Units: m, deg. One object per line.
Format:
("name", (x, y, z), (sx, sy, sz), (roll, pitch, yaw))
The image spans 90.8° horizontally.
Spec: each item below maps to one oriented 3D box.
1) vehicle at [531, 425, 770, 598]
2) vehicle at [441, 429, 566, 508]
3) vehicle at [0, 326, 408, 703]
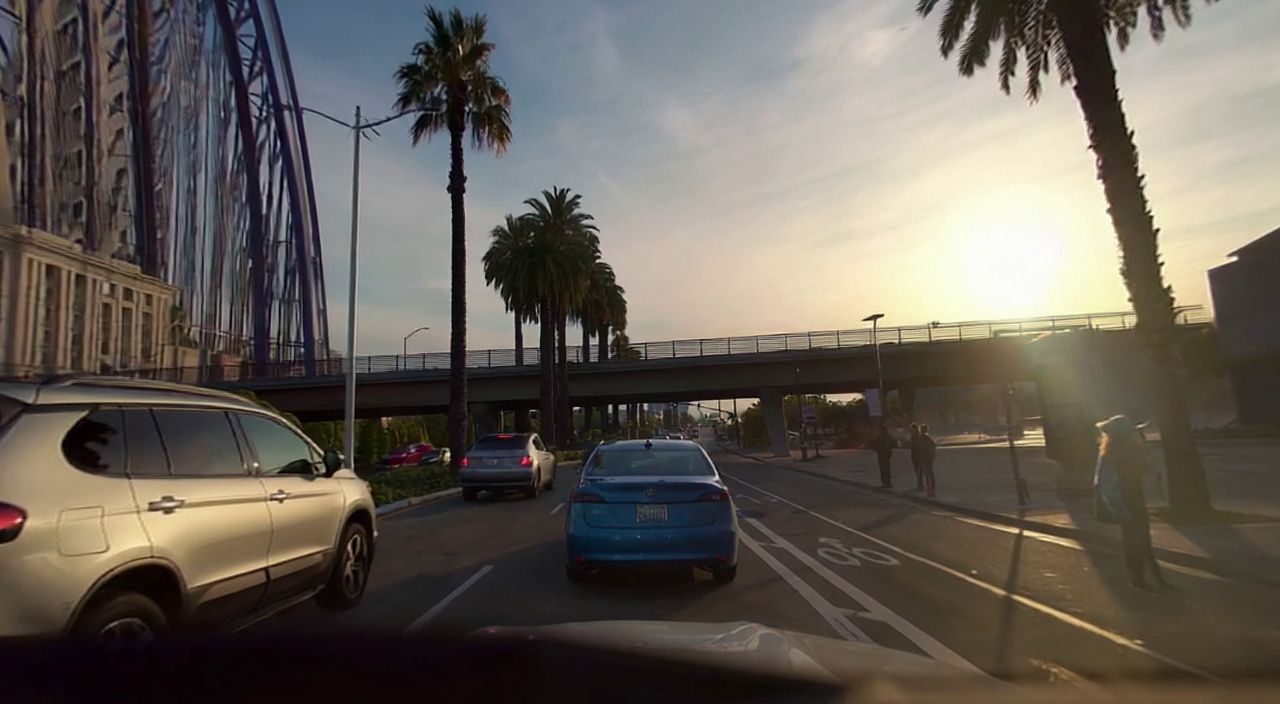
("vehicle", (0.052, 1.672, 7.533), (2.036, 1.461, 4.129), (0, -8, -1))
("vehicle", (-3.100, 2.745, 15.297), (1.955, 1.637, 4.032), (0, -8, 3))
("vehicle", (-3.260, 1.009, 3.740), (2.014, 1.740, 4.359), (0, -8, 1))
